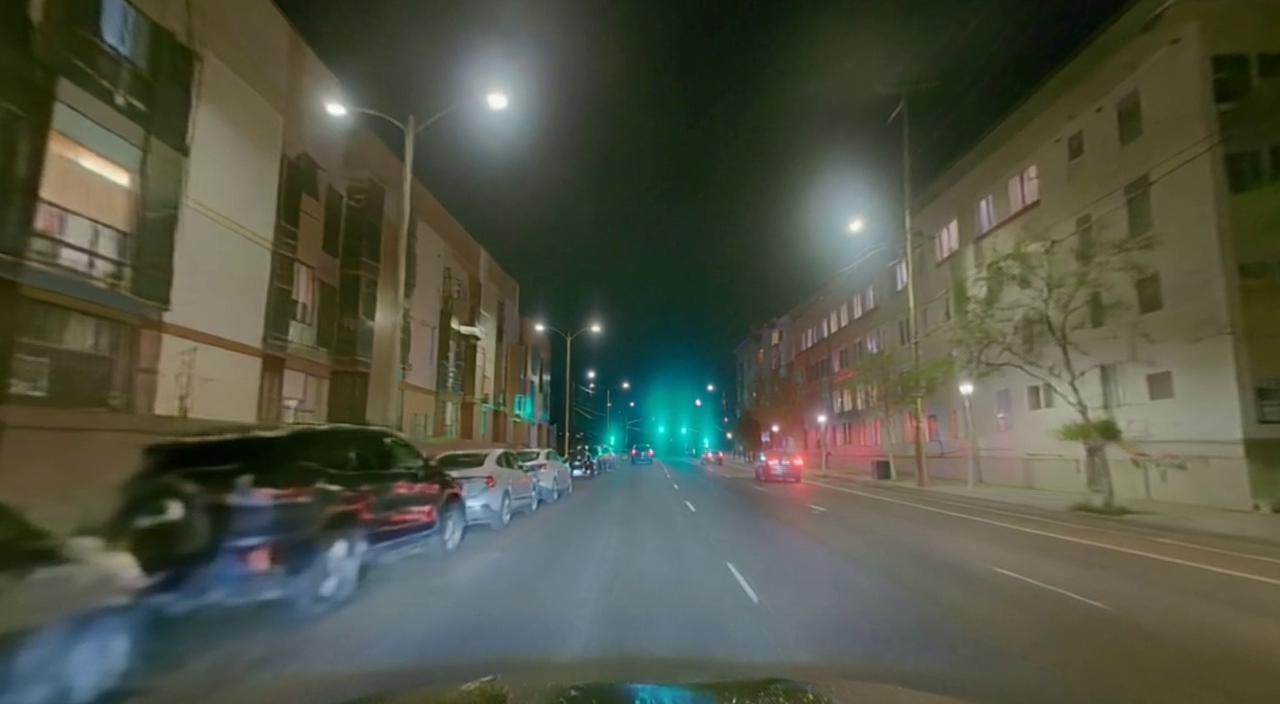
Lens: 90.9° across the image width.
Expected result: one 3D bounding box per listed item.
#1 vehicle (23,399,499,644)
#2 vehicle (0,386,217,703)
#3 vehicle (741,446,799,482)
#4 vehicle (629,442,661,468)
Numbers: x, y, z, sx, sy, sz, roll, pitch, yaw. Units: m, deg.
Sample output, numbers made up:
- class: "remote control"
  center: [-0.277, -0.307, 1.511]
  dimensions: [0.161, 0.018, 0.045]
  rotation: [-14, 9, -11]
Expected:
- class: "vehicle"
  center: [-3.124, 1.514, 6.660]
  dimensions: [2.199, 1.676, 4.486]
  rotation: [0, -9, 0]
- class: "vehicle"
  center: [-3.340, 0.915, 2.239]
  dimensions: [1.609, 1.619, 2.840]
  rotation: [0, -9, 0]
- class: "vehicle"
  center: [5.684, 4.943, 28.002]
  dimensions: [1.799, 1.463, 3.464]
  rotation: [0, -9, -1]
- class: "vehicle"
  center: [0.399, 7.111, 43.622]
  dimensions: [2.122, 1.689, 3.885]
  rotation: [0, -9, 1]
